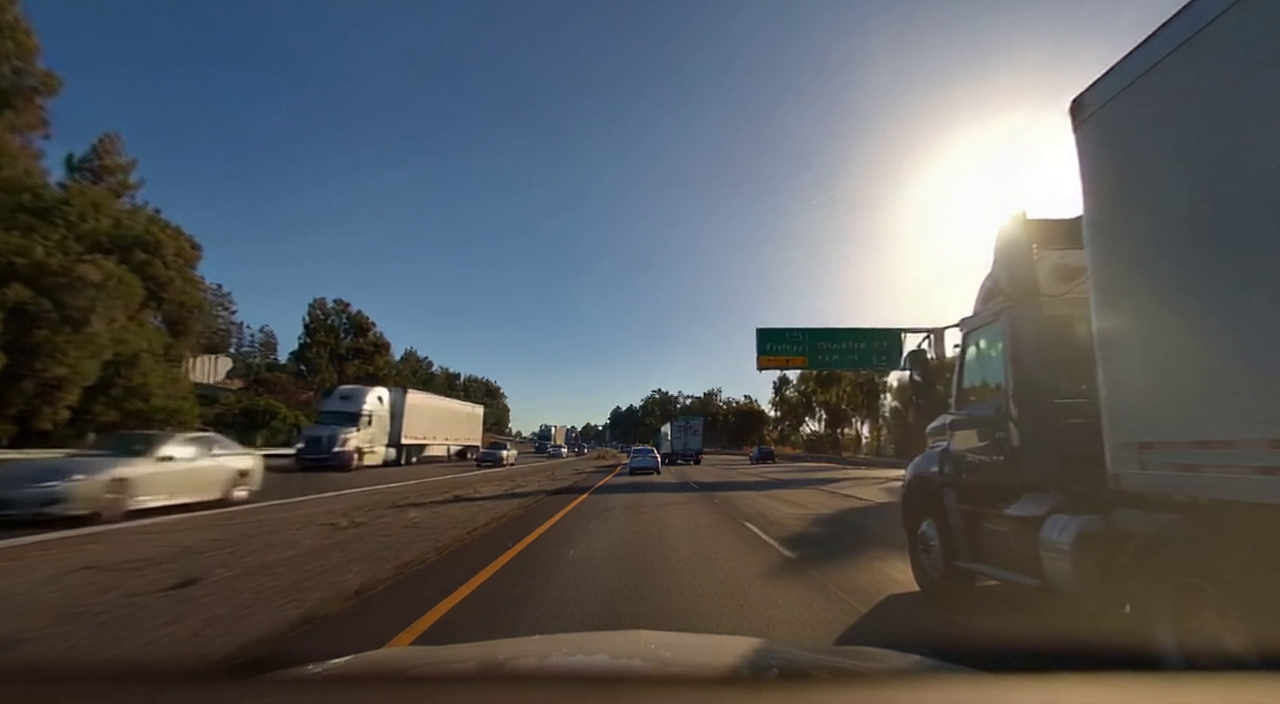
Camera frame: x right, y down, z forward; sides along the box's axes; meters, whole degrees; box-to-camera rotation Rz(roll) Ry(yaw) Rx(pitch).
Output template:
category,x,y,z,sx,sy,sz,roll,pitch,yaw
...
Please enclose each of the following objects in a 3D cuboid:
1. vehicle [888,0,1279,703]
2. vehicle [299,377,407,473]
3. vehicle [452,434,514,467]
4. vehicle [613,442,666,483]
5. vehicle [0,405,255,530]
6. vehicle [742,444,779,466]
category,x,y,z,sx,sy,sz,roll,pitch,yaw
vehicle,3.612,0.149,1.813,2.975,2.936,6.573,0,-9,-1
vehicle,-12.179,3.178,27.087,3.045,3.890,2.977,0,-9,0
vehicle,-7.982,5.063,32.386,2.003,1.558,4.213,0,-9,1
vehicle,-0.029,4.695,26.970,2.111,1.599,3.859,0,-9,0
vehicle,-7.868,1.666,9.451,1.740,1.474,3.855,0,-9,-1
vehicle,9.474,8.118,49.815,1.902,1.652,3.995,0,-9,-2
